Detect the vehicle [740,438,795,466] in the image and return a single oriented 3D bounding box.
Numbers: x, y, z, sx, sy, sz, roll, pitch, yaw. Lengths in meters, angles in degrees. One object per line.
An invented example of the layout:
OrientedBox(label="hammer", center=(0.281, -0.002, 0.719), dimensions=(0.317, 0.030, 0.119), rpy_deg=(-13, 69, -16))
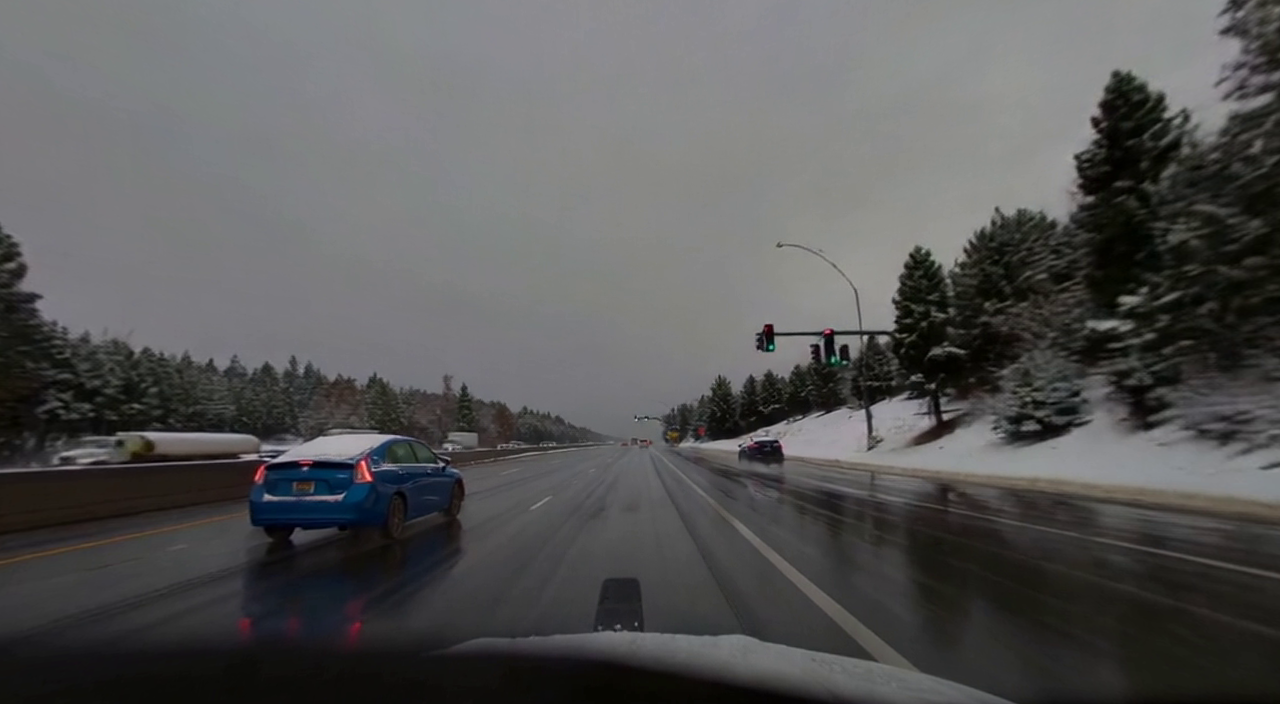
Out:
OrientedBox(label="vehicle", center=(7.333, 5.777, 36.588), dimensions=(2.049, 1.481, 4.774), rpy_deg=(0, -8, -2))

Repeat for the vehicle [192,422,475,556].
OrientedBox(label="vehicle", center=(-4.106, 1.902, 9.507), dimensions=(1.987, 1.516, 4.478), rpy_deg=(0, -8, 0))

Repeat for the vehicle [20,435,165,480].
OrientedBox(label="vehicle", center=(-28.418, 5.477, 33.049), dimensions=(2.300, 2.162, 5.838), rpy_deg=(0, -8, 0))
